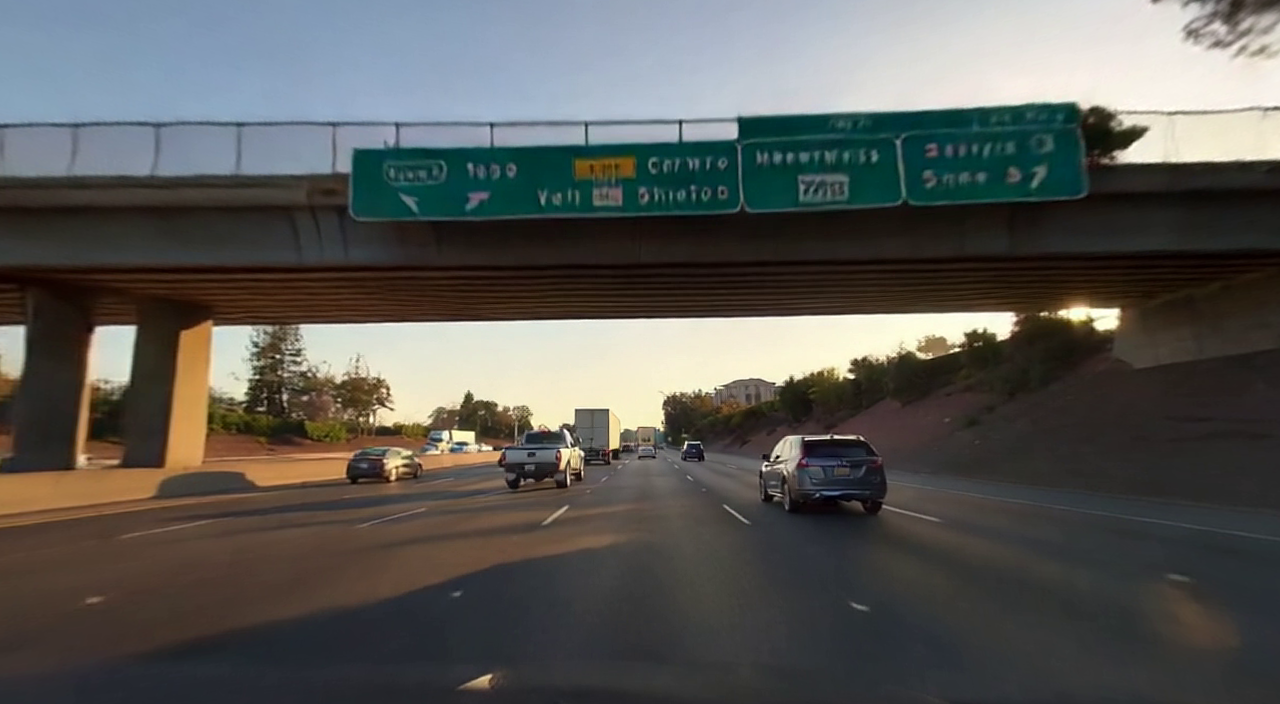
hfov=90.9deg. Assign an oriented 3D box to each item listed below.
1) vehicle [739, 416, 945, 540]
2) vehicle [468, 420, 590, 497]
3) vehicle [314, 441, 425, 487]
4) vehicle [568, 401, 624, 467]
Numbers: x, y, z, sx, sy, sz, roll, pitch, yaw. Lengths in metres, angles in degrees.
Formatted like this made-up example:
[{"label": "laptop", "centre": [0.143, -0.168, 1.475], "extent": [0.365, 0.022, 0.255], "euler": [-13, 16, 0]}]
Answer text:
[{"label": "vehicle", "centre": [3.083, 2.031, 10.790], "extent": [2.028, 1.658, 4.334], "euler": [0, -8, -1]}, {"label": "vehicle", "centre": [-3.233, 3.327, 20.181], "extent": [2.645, 2.023, 6.491], "euler": [-1, -8, 1]}, {"label": "vehicle", "centre": [-9.968, 4.143, 23.726], "extent": [1.981, 1.495, 4.834], "euler": [0, -8, 1]}, {"label": "vehicle", "centre": [-2.990, 6.337, 47.631], "extent": [2.869, 4.108, 15.564], "euler": [-1, -8, 1]}]
